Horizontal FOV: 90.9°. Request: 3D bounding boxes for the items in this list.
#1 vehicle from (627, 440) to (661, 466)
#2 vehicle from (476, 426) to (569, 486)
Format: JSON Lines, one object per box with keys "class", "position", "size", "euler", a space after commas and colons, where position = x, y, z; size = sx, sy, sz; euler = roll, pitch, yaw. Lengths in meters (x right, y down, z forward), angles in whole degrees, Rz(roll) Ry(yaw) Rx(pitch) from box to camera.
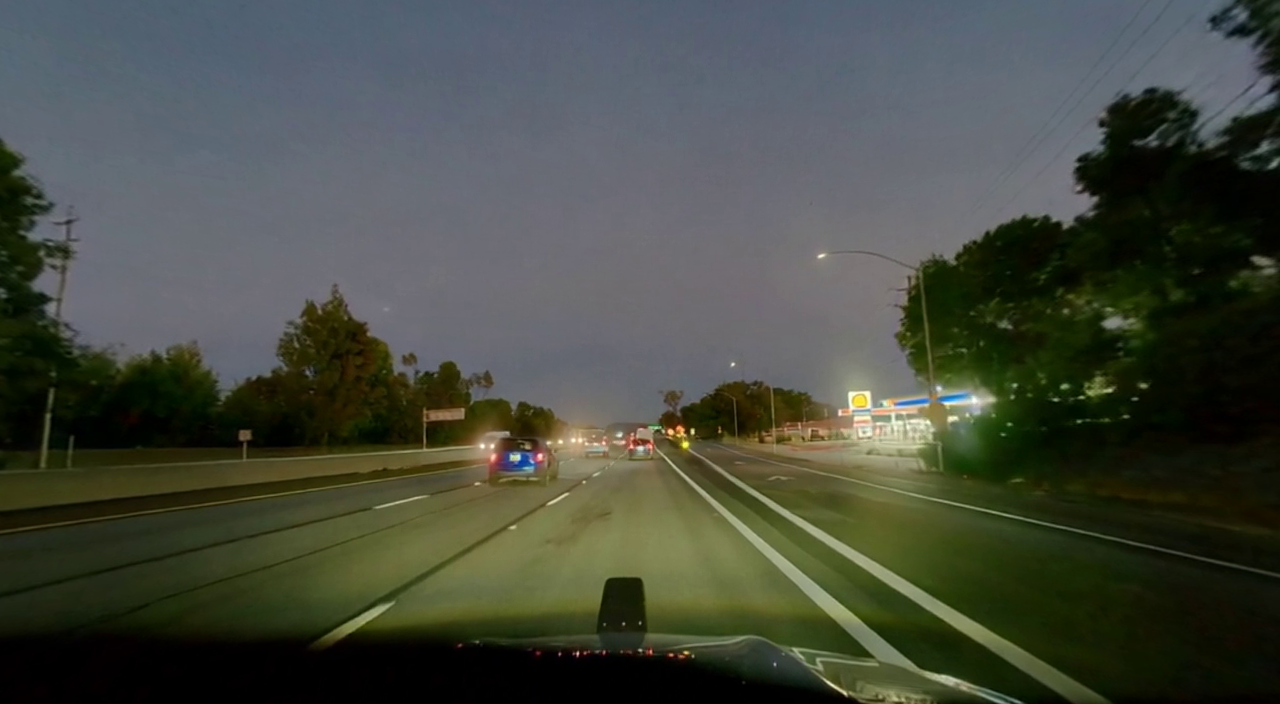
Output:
{"class": "vehicle", "position": [0.208, 6.155, 38.642], "size": [1.982, 1.524, 3.800], "euler": [0, -8, -1]}
{"class": "vehicle", "position": [-3.993, 3.647, 22.358], "size": [2.273, 1.884, 4.515], "euler": [0, -8, 2]}
